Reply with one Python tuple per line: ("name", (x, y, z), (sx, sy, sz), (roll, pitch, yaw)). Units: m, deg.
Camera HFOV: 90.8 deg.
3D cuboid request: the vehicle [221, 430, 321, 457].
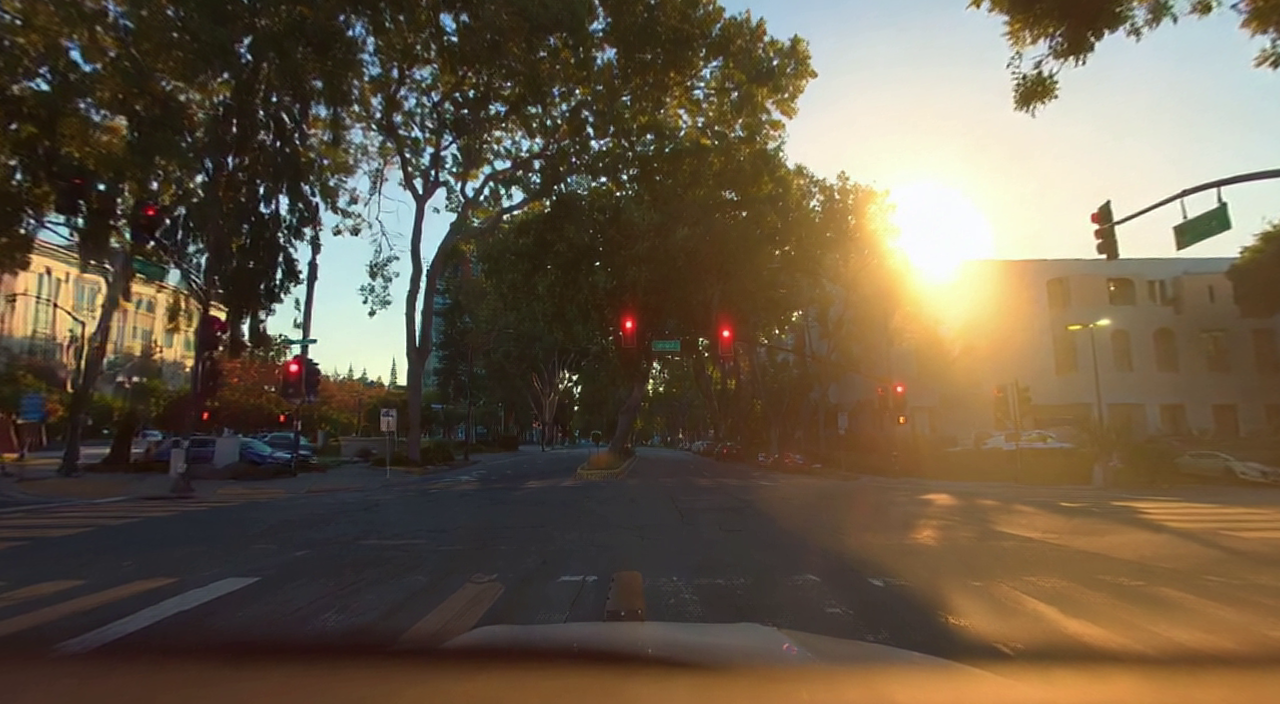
("vehicle", (-22.396, 5.570, 38.512), (4.765, 1.593, 1.891), (1, -9, -7))
